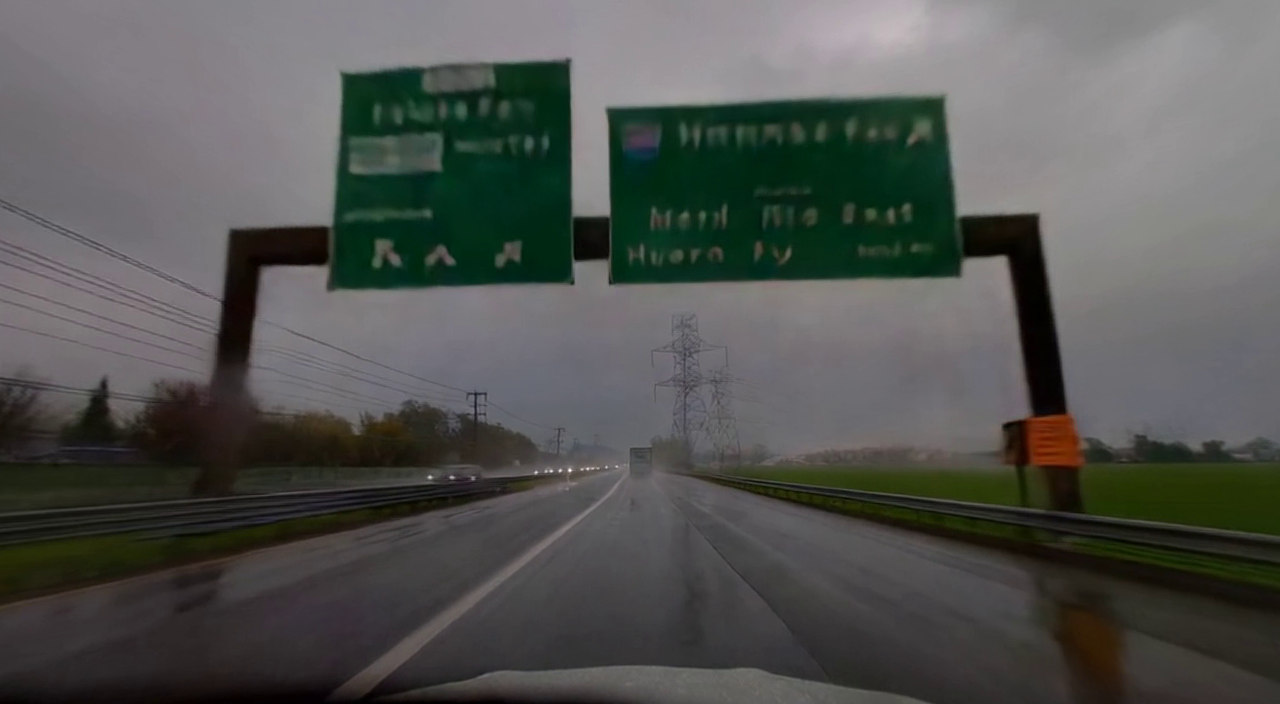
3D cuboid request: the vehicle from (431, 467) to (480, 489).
[{"bbox_3d":[-12.569,8.601,43.149,1.945,1.434,4.412,1,-10,0],"label":"vehicle"}]
